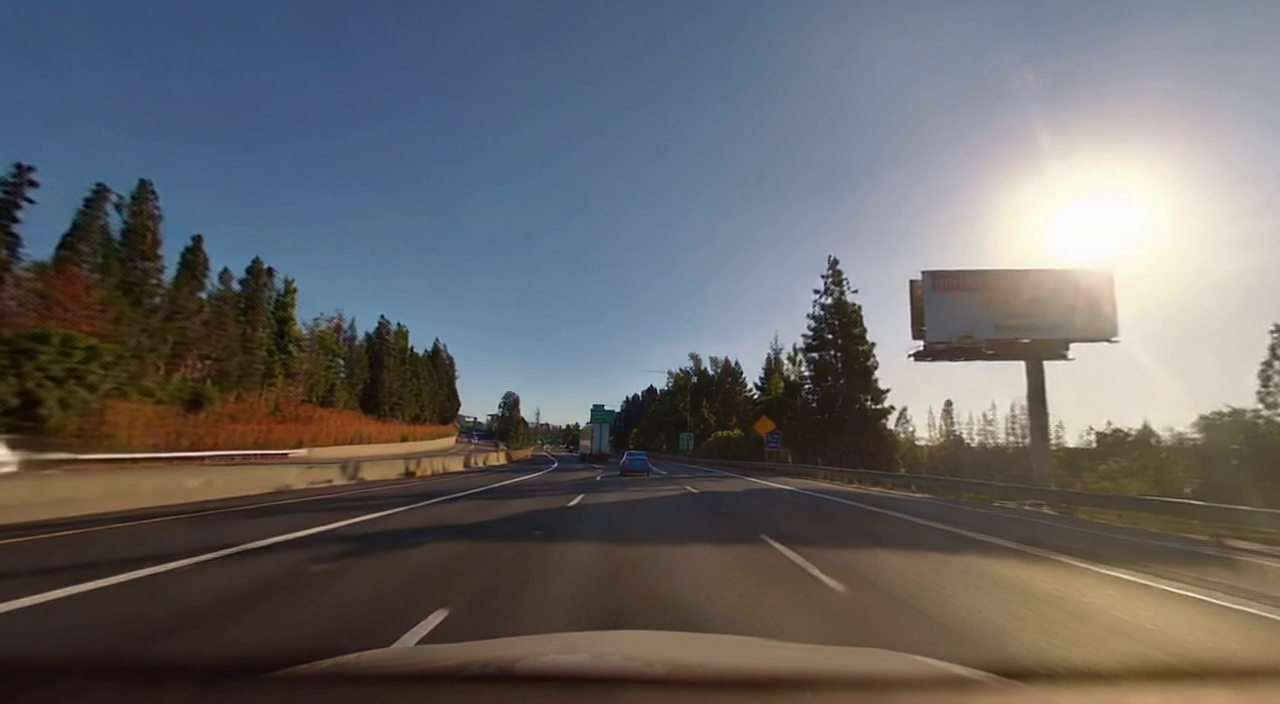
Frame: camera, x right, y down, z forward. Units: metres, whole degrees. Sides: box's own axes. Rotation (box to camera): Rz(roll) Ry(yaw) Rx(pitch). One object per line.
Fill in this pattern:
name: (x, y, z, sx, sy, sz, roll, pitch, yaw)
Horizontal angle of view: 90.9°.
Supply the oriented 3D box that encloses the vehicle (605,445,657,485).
vehicle: (-0.428, 4.754, 26.863, 2.042, 1.528, 4.300, 0, -8, -2)
